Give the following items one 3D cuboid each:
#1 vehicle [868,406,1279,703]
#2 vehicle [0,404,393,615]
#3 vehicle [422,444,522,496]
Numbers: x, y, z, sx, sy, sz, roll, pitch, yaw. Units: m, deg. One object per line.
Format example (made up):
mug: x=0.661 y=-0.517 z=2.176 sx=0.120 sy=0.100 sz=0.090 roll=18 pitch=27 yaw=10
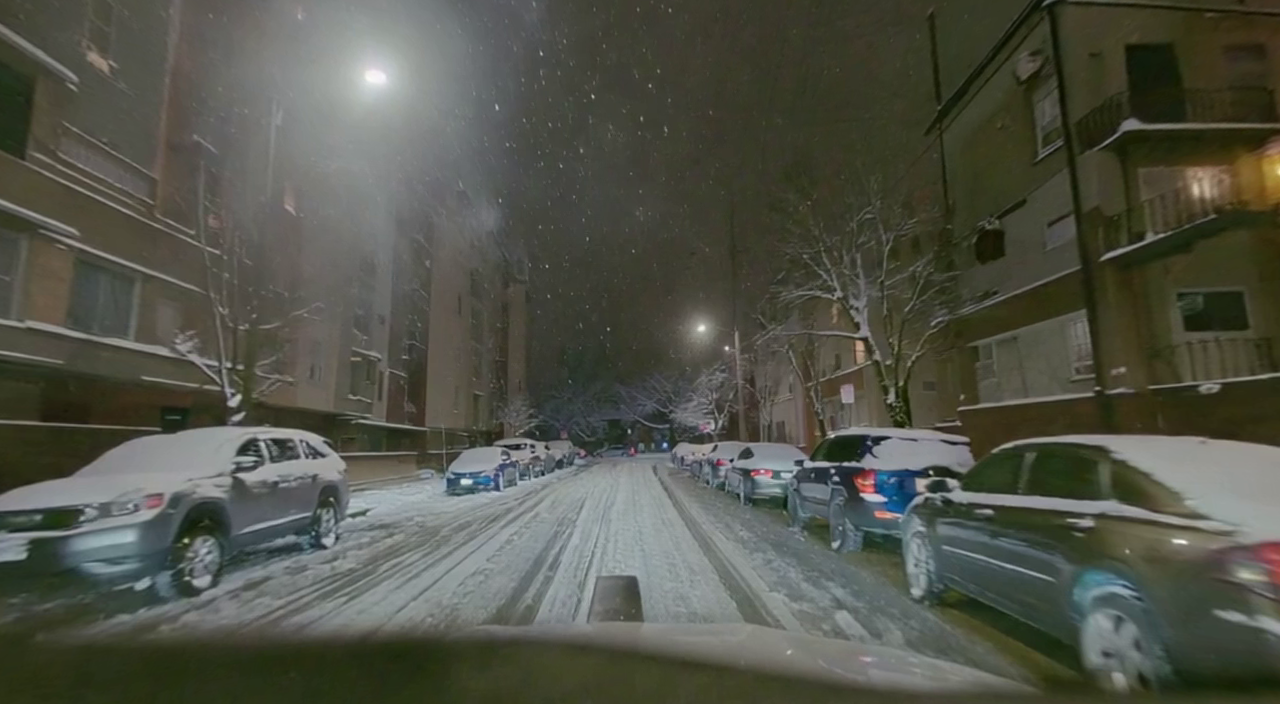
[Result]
vehicle: x=3.389 y=1.174 z=3.848 sx=2.020 sy=1.499 sz=4.579 roll=1 pitch=-8 yaw=-4
vehicle: x=-5.432 y=1.782 z=8.316 sx=2.244 sy=1.849 sz=5.306 roll=0 pitch=-8 yaw=-1
vehicle: x=-5.447 y=3.874 z=21.272 sx=2.119 sy=1.500 sz=4.953 roll=0 pitch=-8 yaw=-1
